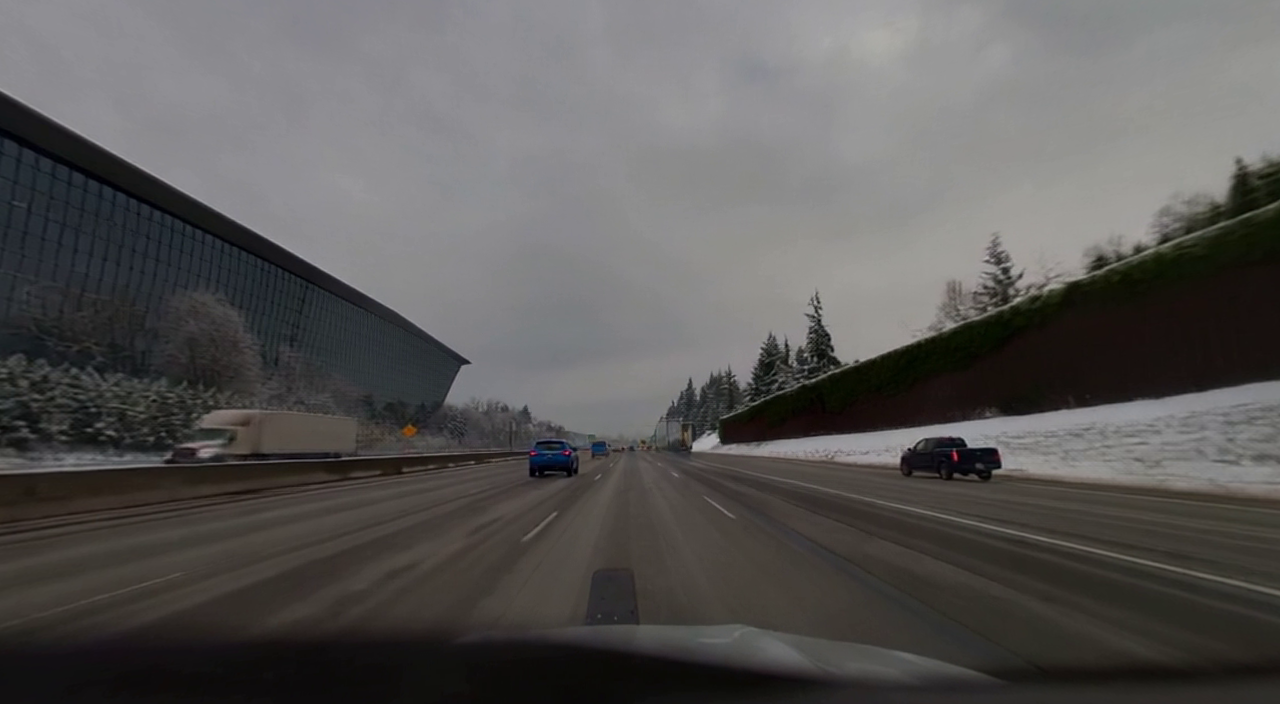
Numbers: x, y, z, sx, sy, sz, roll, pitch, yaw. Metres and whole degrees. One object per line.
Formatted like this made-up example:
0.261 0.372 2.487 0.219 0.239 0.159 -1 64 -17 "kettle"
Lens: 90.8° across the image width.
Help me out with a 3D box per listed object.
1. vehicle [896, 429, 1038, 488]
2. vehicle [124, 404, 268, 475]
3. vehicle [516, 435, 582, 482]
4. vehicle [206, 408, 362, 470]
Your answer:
11.093 3.667 21.997 2.089 1.787 5.080 0 -9 -1 "vehicle"
-26.682 5.399 38.636 2.993 3.848 7.864 0 -9 0 "vehicle"
-3.557 4.253 25.497 2.039 1.710 4.237 0 -9 0 "vehicle"
-26.741 6.916 49.266 2.832 4.056 16.318 0 -9 0 "vehicle"
